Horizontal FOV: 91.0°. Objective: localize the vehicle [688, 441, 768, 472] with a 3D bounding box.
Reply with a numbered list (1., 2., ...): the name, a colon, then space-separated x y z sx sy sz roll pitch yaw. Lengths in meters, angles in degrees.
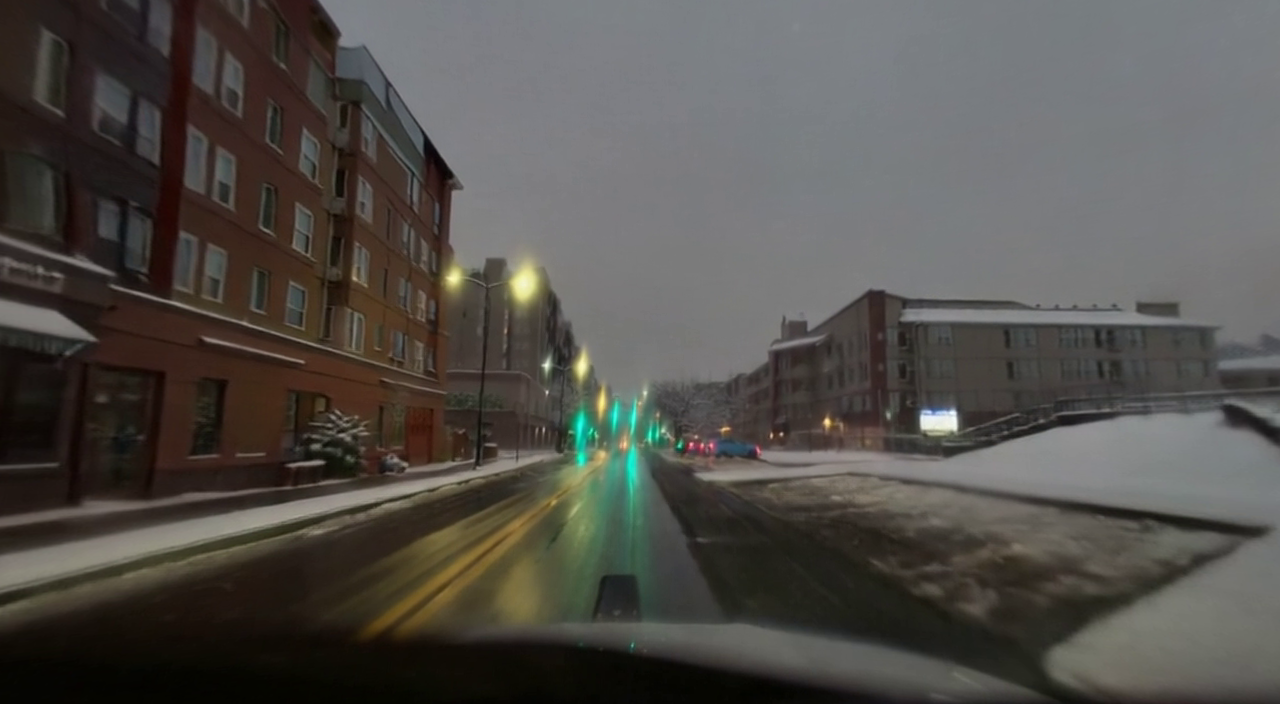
1. vehicle: 4.642 5.457 33.154 3.844 1.524 1.847 5 -10 -31
